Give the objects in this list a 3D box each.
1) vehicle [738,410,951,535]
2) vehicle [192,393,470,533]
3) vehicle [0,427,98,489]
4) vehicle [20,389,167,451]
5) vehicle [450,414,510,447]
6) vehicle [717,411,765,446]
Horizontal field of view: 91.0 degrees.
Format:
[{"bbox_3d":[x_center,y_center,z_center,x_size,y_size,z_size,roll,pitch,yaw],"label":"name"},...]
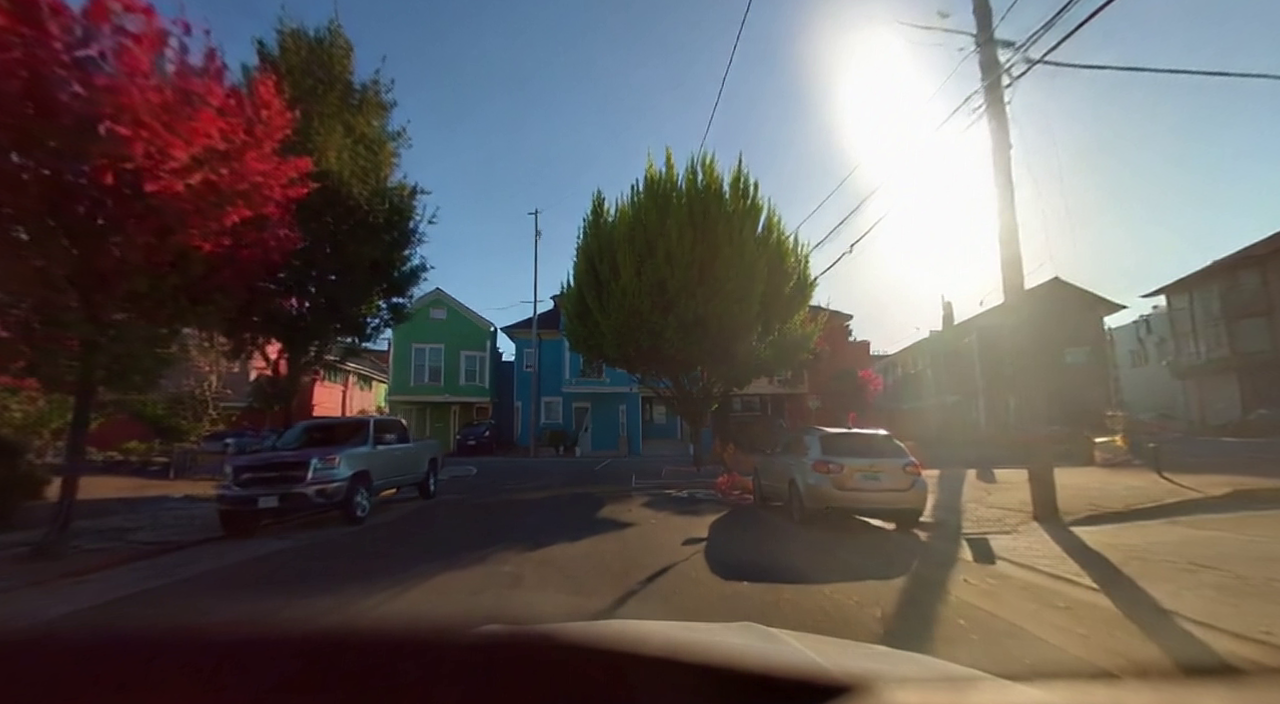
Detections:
[{"bbox_3d":[3.408,2.115,11.768,2.109,1.811,4.886,1,-8,-3],"label":"vehicle"},{"bbox_3d":[-5.498,2.097,12.681,2.480,2.084,6.353,1,-8,-1],"label":"vehicle"},{"bbox_3d":[-19.184,3.139,18.859,1.906,1.718,4.449,1,-6,-1],"label":"vehicle"},{"bbox_3d":[-31.252,3.768,36.409,2.473,2.922,6.719,0,0,3],"label":"vehicle"},{"bbox_3d":[-9.144,4.584,36.411,2.091,1.760,4.760,0,-8,1],"label":"vehicle"},{"bbox_3d":[5.729,4.367,36.259,2.081,1.891,4.367,1,-6,1],"label":"vehicle"}]
